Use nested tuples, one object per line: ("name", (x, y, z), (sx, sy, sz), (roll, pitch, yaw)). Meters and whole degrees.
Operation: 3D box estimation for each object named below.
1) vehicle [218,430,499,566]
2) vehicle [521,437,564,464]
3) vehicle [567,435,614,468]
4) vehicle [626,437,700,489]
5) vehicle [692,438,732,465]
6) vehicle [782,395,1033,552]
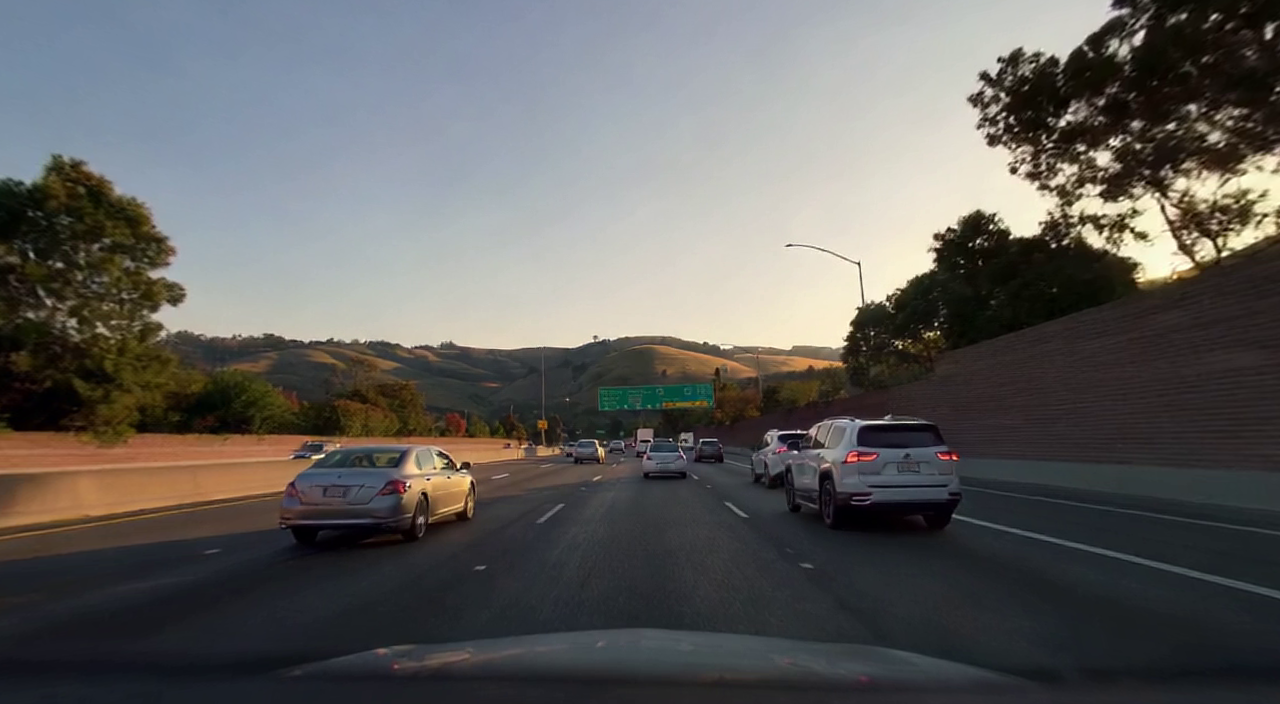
("vehicle", (-3.554, 1.896, 9.067), (1.961, 1.456, 4.362), (0, -8, 1))
("vehicle", (-6.784, 6.930, 44.436), (2.055, 1.751, 4.825), (0, -8, 2))
("vehicle", (-2.826, 5.773, 36.944), (2.154, 1.793, 4.736), (0, -8, 3))
("vehicle", (0.659, 3.438, 19.892), (2.105, 1.471, 3.978), (0, -8, 0))
("vehicle", (4.132, 5.755, 36.628), (1.855, 1.513, 3.915), (0, -8, 0))
("vehicle", (3.648, 1.746, 9.668), (1.930, 1.831, 4.344), (0, -8, 0))
